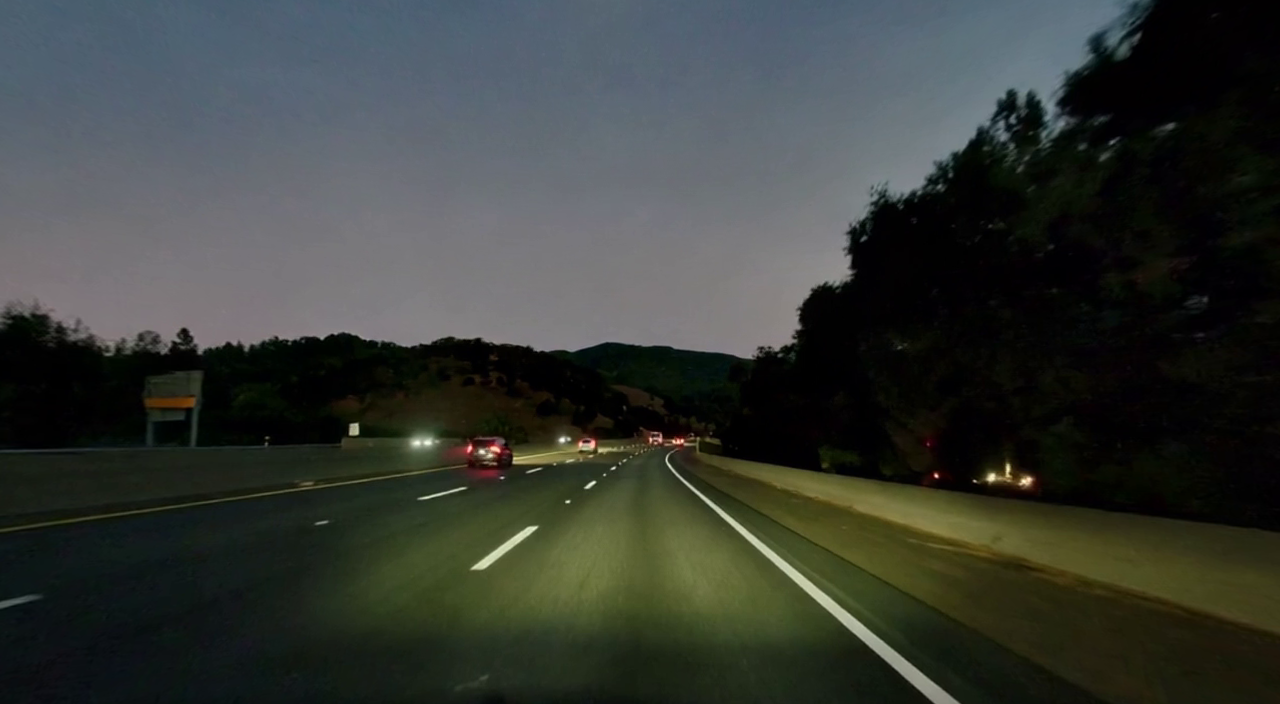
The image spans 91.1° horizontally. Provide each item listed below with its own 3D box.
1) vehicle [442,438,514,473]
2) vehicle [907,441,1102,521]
[{"bbox_3d":[-7.388,4.770,29.115,2.010,1.489,4.456,0,-8,3],"label":"vehicle"},{"bbox_3d":[10.265,3.620,18.444,2.325,1.972,5.577,0,-8,-1],"label":"vehicle"}]
